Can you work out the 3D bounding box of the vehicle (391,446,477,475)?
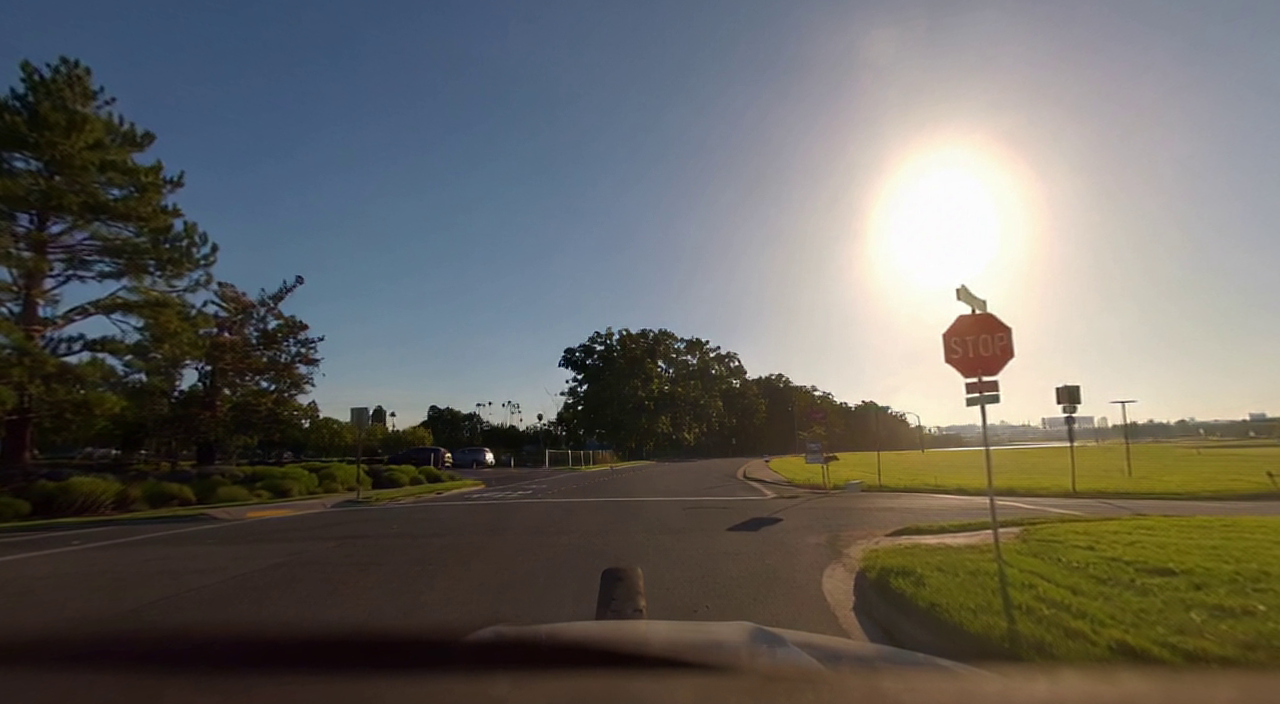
[{"bbox_3d":[-12.685,6.682,39.015,4.590,1.735,1.973,-1,-9,3],"label":"vehicle"}]
